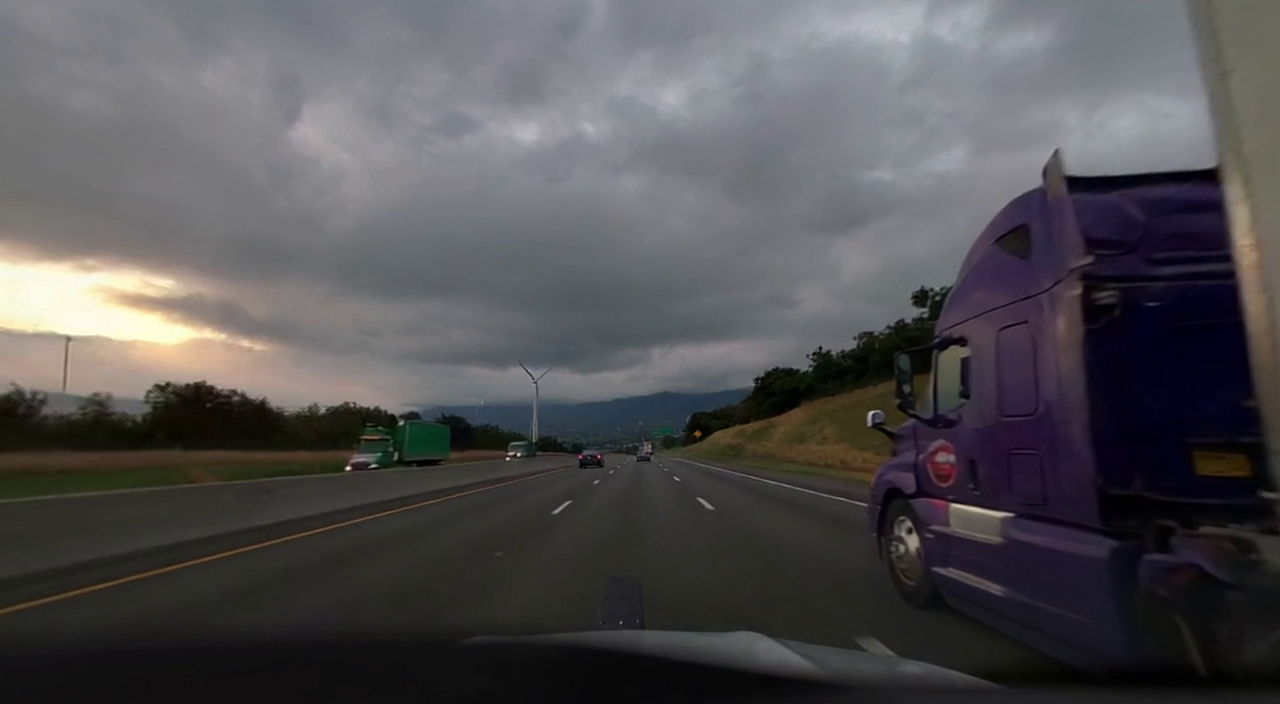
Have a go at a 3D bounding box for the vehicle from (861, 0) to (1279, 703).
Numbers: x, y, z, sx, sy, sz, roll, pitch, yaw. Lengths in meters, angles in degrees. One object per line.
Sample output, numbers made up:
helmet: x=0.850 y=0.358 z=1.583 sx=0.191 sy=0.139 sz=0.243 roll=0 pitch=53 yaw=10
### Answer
vehicle: x=3.734 y=-0.068 z=3.155 sx=2.983 sy=3.940 sz=5.919 roll=0 pitch=-9 yaw=0

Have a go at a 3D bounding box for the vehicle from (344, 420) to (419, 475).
vehicle: x=-19.147 y=7.134 z=47.230 sx=2.992 sy=3.809 sz=5.910 roll=0 pitch=-9 yaw=0

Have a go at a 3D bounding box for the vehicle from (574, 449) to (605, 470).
vehicle: x=-3.720 y=8.016 z=47.278 sx=1.952 sy=1.521 sz=4.095 roll=0 pitch=-9 yaw=1

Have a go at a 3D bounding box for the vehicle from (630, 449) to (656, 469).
vehicle: x=0.205 y=8.065 z=47.713 sx=1.931 sy=1.453 sz=3.695 roll=0 pitch=-9 yaw=0
